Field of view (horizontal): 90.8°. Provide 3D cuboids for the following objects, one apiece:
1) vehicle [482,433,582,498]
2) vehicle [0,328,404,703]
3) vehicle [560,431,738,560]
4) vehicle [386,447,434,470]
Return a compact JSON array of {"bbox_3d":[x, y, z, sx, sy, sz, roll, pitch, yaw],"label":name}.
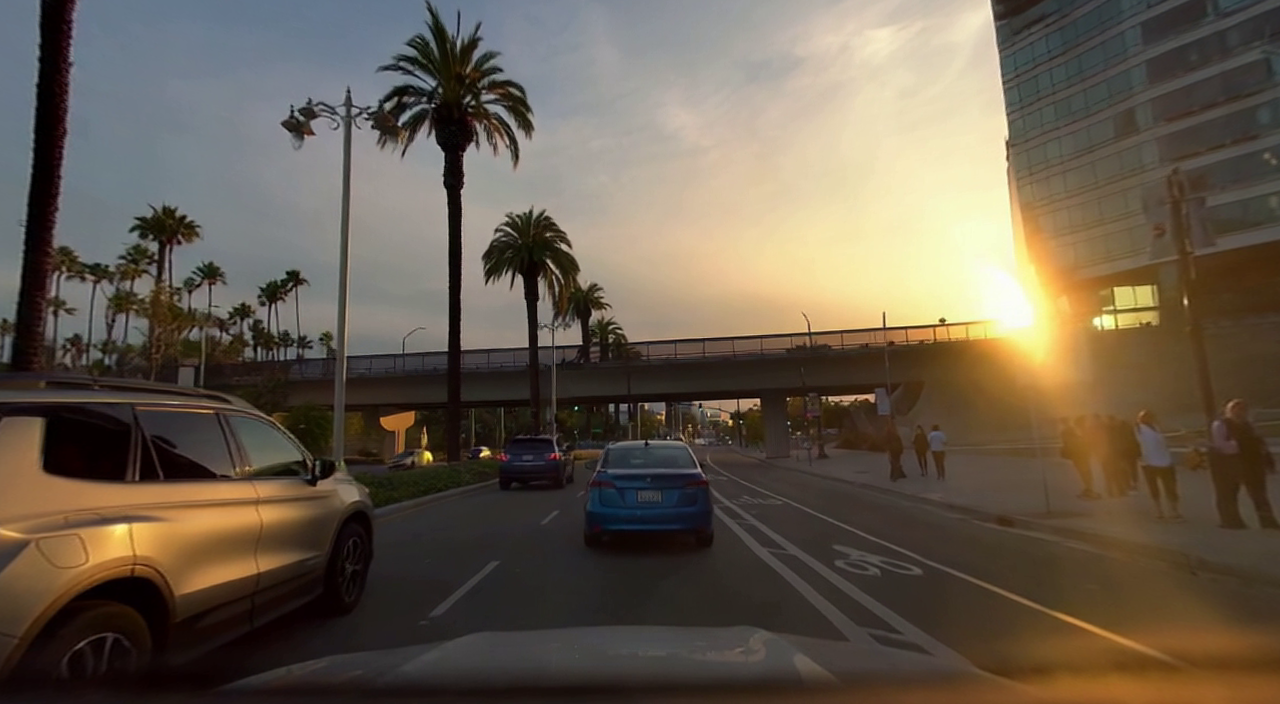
[{"bbox_3d":[-2.922,3.179,18.086,1.955,1.637,4.032,-1,-9,3],"label":"vehicle"},{"bbox_3d":[-3.228,0.989,3.520,2.014,1.740,4.359,0,-9,2],"label":"vehicle"},{"bbox_3d":[0.075,1.966,9.392,2.036,1.461,4.129,0,-9,-1],"label":"vehicle"},{"bbox_3d":[-18.008,8.331,49.613,2.025,1.724,4.215,0,-9,2],"label":"vehicle"}]
